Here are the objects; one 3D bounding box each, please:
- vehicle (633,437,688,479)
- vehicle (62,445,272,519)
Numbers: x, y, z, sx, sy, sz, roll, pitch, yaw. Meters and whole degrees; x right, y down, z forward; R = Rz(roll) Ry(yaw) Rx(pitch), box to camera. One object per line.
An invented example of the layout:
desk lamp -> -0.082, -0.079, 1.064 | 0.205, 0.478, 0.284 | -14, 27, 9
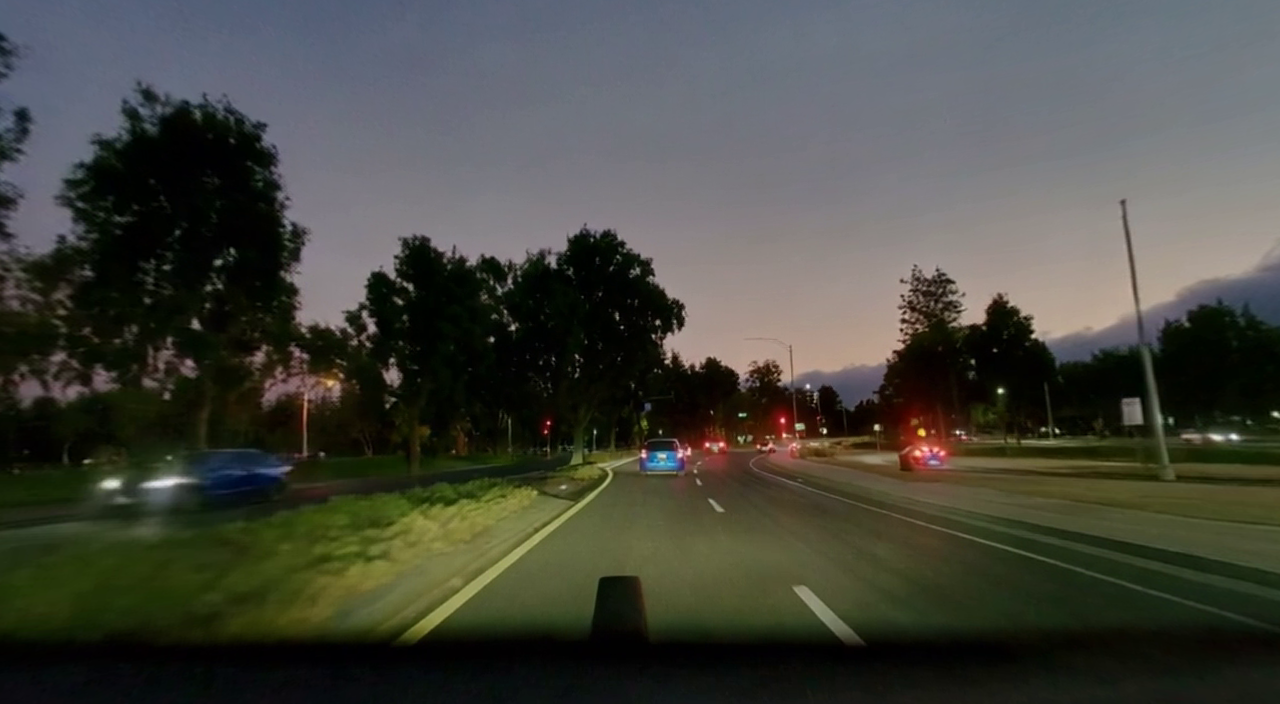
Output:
vehicle -> 0.877, 4.183, 25.115 | 2.010, 1.535, 3.735 | -1, -8, 4
vehicle -> -11.439, 3.114, 15.736 | 1.828, 1.480, 4.242 | 0, -8, 2
